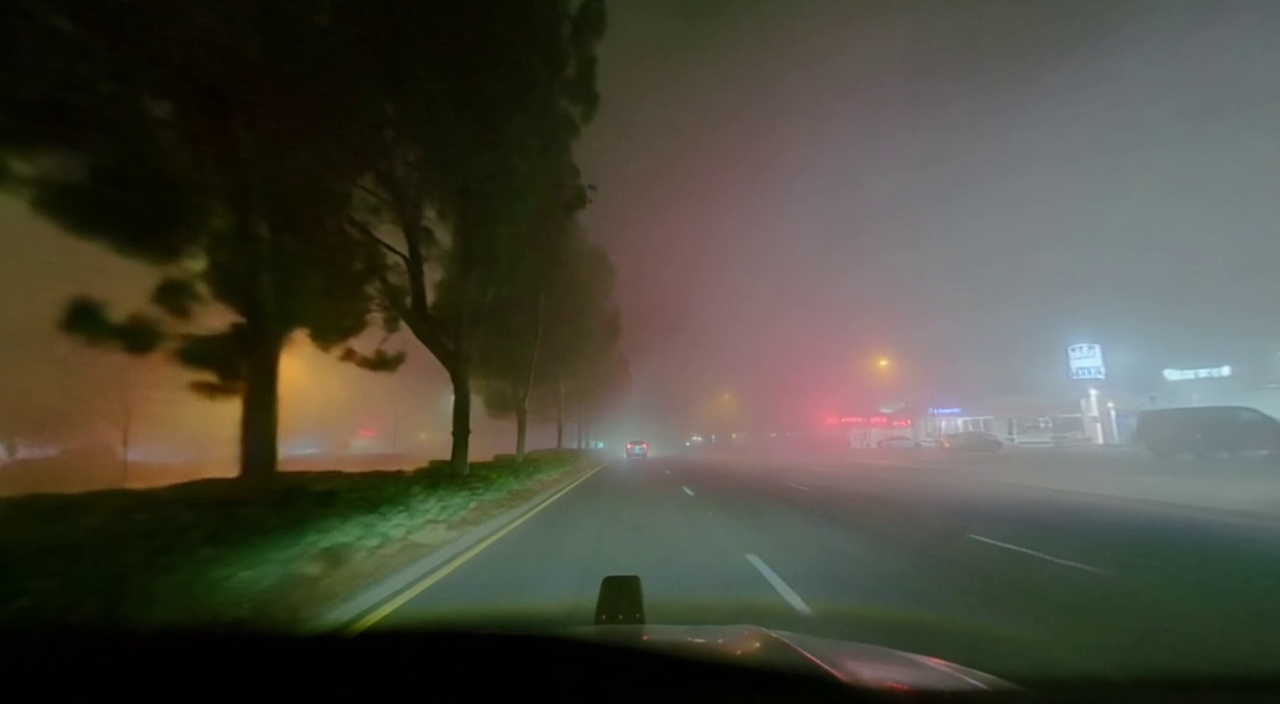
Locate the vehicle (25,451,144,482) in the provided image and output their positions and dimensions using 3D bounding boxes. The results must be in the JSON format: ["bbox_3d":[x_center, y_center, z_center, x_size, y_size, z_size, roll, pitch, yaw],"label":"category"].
[{"bbox_3d":[-29.690,6.101,33.888,4.408,1.568,2.052,0,-9,0],"label":"vehicle"}]

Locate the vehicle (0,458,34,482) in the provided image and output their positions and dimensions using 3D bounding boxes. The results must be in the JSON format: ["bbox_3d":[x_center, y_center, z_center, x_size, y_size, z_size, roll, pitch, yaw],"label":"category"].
[{"bbox_3d":[-41.721,7.780,41.578,4.398,1.444,2.145,-10,-12,40],"label":"vehicle"}]
